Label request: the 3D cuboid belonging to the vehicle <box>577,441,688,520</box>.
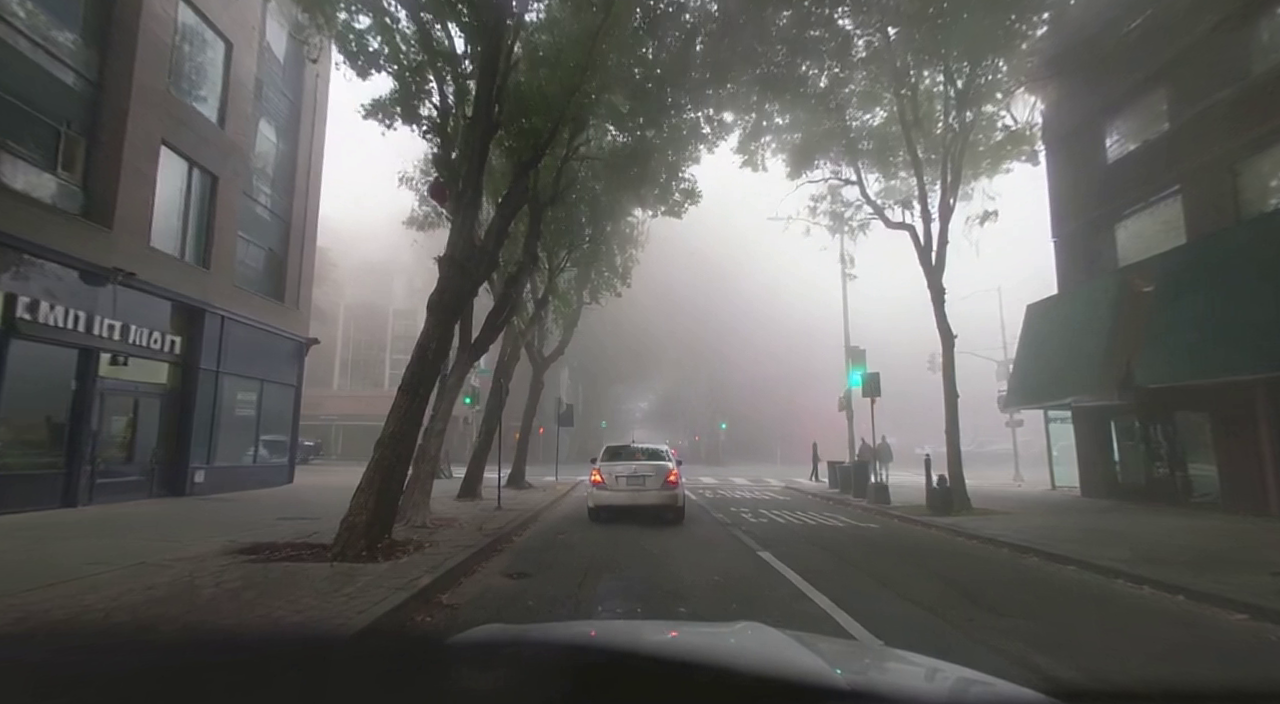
[{"bbox_3d":[-0.160,2.776,14.268,2.106,1.482,4.459,0,-9,0],"label":"vehicle"}]
